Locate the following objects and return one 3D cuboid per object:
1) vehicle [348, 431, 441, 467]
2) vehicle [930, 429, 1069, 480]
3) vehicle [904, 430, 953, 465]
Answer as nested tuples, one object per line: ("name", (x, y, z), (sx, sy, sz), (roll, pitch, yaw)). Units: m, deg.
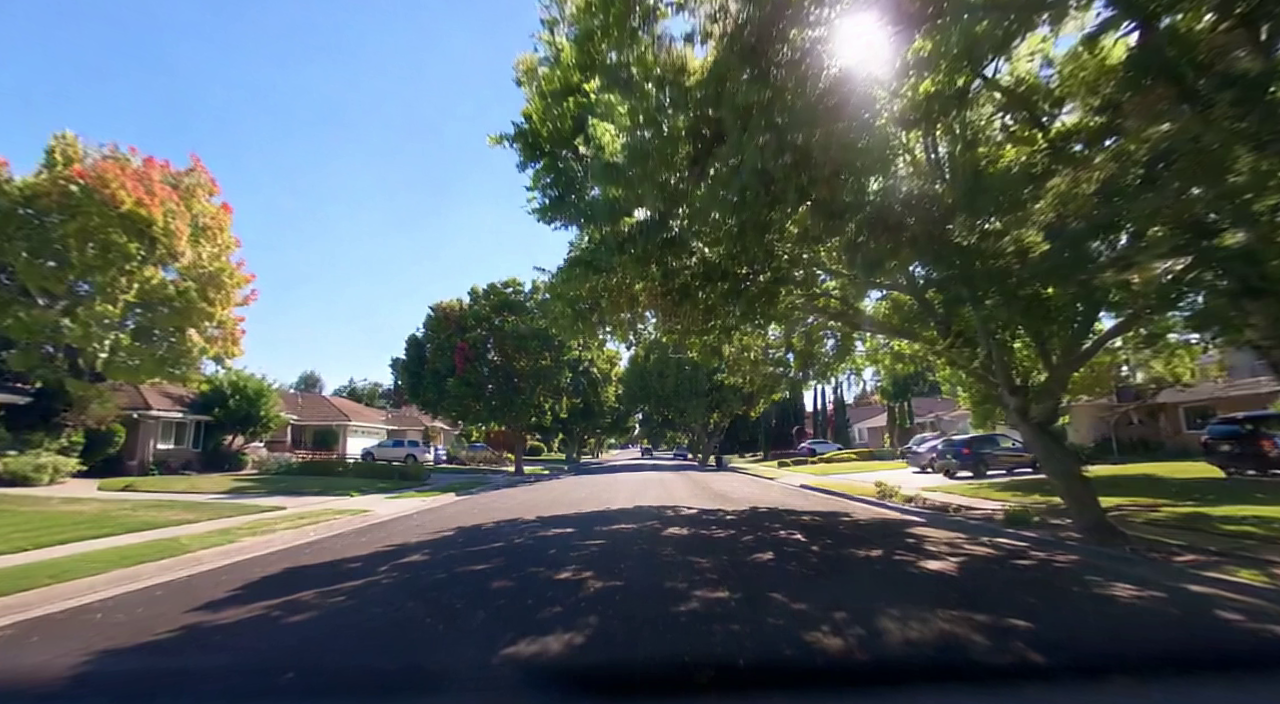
("vehicle", (-14.910, 5.930, 38.652), (2.575, 2.031, 5.155), (-2, -8, 18))
("vehicle", (13.329, 3.772, 23.333), (4.708, 1.727, 2.076), (4, -10, -26))
("vehicle", (16.714, 5.541, 36.422), (2.288, 1.880, 4.939), (-4, -10, 25))
